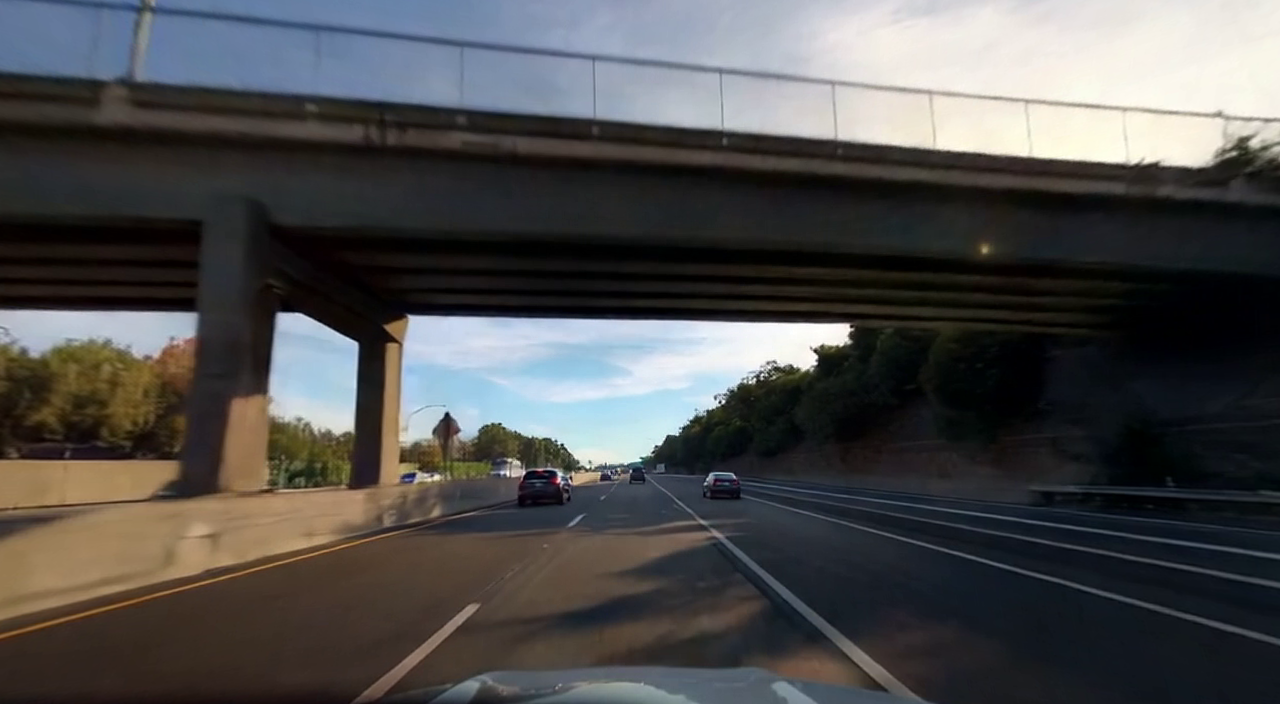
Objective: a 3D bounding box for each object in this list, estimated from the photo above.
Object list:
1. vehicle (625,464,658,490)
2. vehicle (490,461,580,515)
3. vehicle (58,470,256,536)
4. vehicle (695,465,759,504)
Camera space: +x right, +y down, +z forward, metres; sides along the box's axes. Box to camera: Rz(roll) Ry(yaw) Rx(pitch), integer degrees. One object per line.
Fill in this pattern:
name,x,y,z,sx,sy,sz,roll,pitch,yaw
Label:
vehicle,0.117,8.711,44.008,2.181,1.698,4.056,1,-10,0
vehicle,-3.250,4.335,20.337,2.099,1.516,4.308,0,-10,1
vehicle,-12.558,3.915,16.790,1.795,1.456,4.329,0,-10,0
vehicle,3.726,5.792,27.768,2.092,1.518,4.348,1,-10,-2
